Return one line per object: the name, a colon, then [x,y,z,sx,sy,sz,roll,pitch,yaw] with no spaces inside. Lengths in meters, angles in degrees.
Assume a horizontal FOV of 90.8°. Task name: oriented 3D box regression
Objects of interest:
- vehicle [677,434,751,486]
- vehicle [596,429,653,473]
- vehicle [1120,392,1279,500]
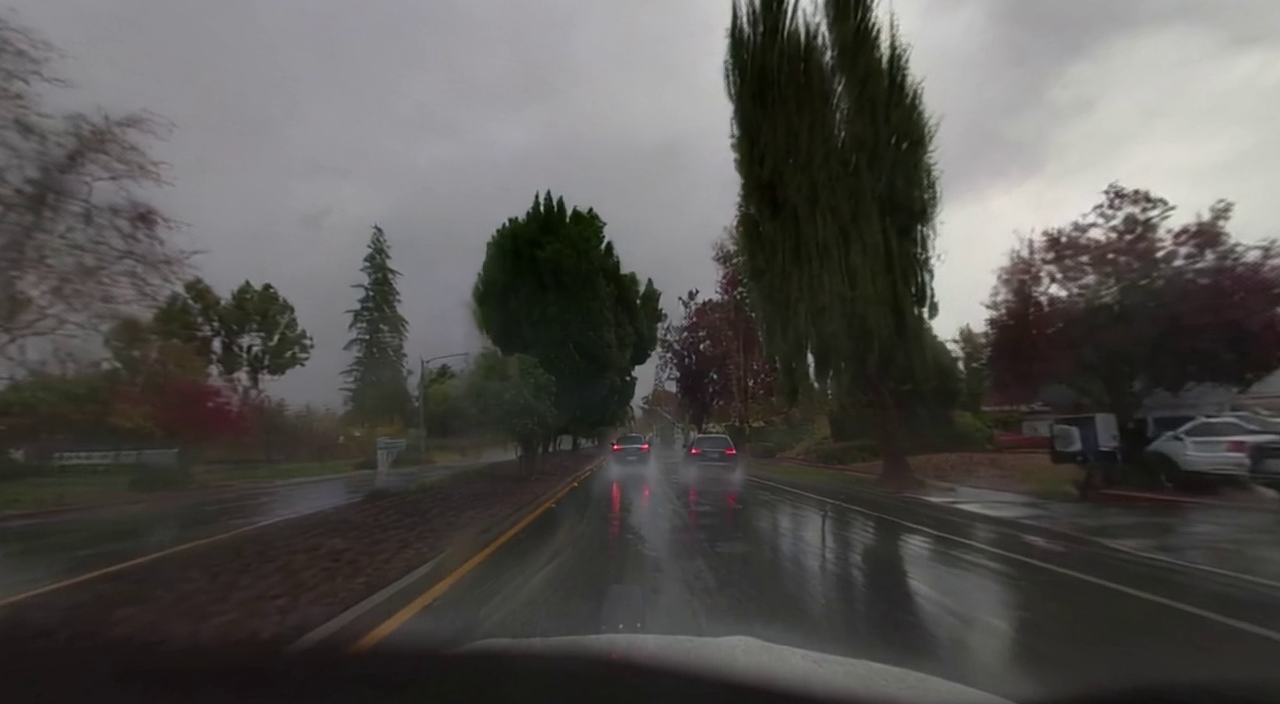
vehicle: [2.464,3.719,22.072,2.003,1.614,4.072,0,-8,-2]
vehicle: [-0.720,4.657,29.834,2.488,1.881,4.814,0,-8,-1]
vehicle: [11.529,1.647,11.139,2.158,1.780,4.476,8,-12,-44]
